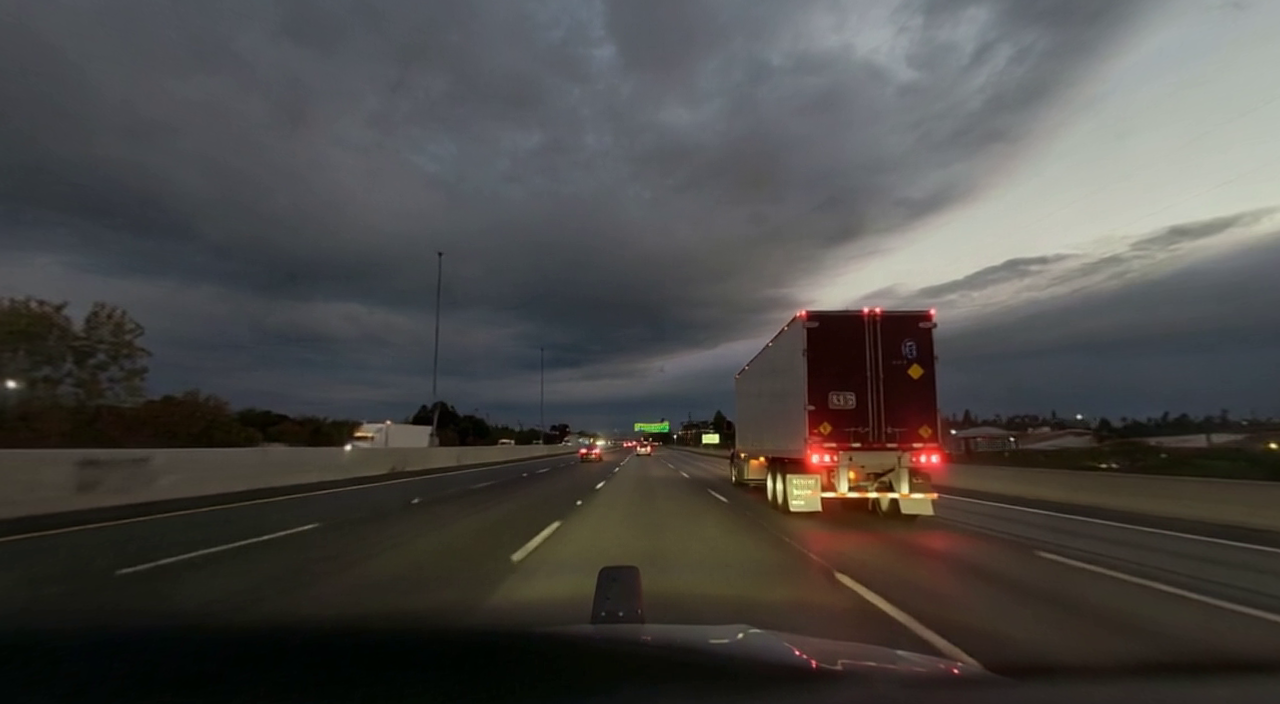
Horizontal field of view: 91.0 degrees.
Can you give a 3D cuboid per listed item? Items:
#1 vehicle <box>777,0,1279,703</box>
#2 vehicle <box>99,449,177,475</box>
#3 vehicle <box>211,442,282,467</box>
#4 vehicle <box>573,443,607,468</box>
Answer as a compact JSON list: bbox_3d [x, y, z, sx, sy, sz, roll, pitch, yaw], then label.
[{"bbox_3d":[3.838,-0.156,3.240,2.899,4.078,16.430,0,-8,1],"label":"vehicle"},{"bbox_3d":[-28.922,6.335,36.397,1.558,1.409,3.503,0,-9,0],"label":"vehicle"},{"bbox_3d":[-24.740,6.455,39.743,1.893,1.494,3.950,0,-9,0],"label":"vehicle"},{"bbox_3d":[-3.428,7.195,44.017,2.000,1.658,4.155,0,-9,0],"label":"vehicle"}]
